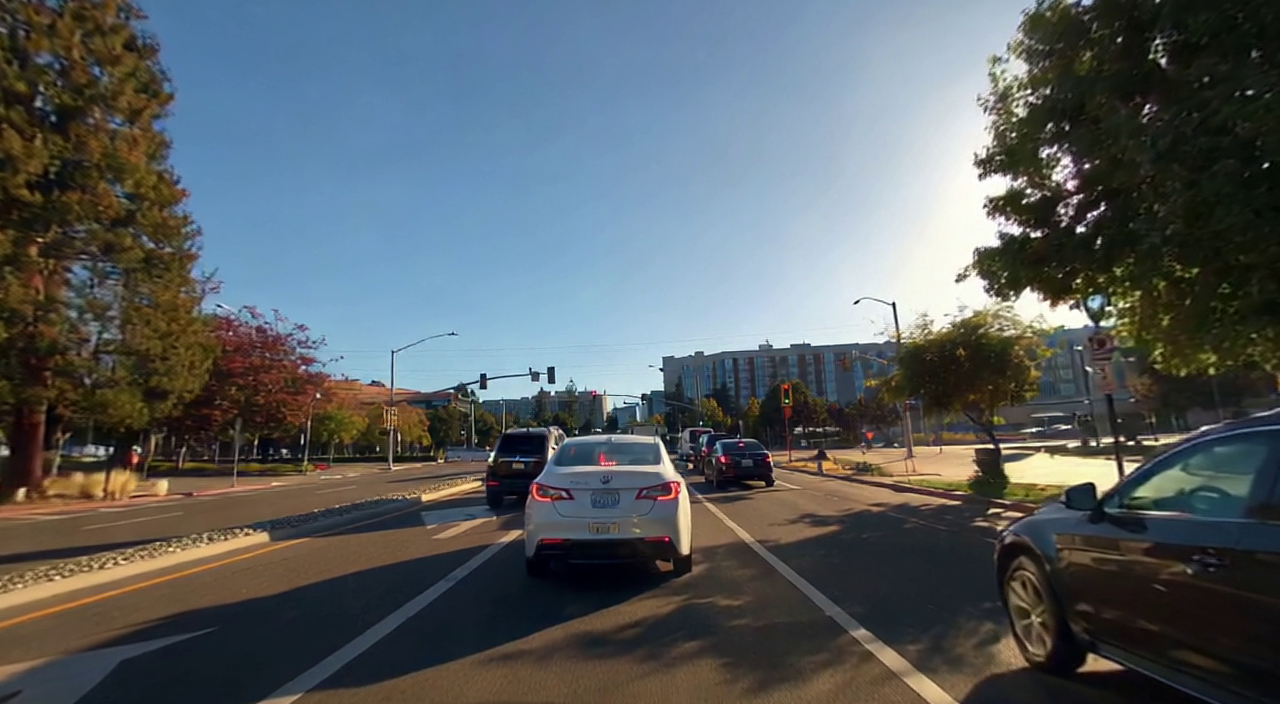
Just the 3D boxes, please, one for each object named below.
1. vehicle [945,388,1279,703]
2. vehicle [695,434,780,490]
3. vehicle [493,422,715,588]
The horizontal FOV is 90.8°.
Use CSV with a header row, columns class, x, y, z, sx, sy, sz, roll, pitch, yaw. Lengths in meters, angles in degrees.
class,x,y,z,sx,sy,sz,roll,pitch,yaw
vehicle,3.152,0.884,2.295,1.910,1.474,4.263,0,-8,-1
vehicle,2.929,3.396,19.878,1.874,1.556,4.116,0,-8,-2
vehicle,-0.350,1.658,7.576,2.006,1.487,3.535,0,-8,-1
